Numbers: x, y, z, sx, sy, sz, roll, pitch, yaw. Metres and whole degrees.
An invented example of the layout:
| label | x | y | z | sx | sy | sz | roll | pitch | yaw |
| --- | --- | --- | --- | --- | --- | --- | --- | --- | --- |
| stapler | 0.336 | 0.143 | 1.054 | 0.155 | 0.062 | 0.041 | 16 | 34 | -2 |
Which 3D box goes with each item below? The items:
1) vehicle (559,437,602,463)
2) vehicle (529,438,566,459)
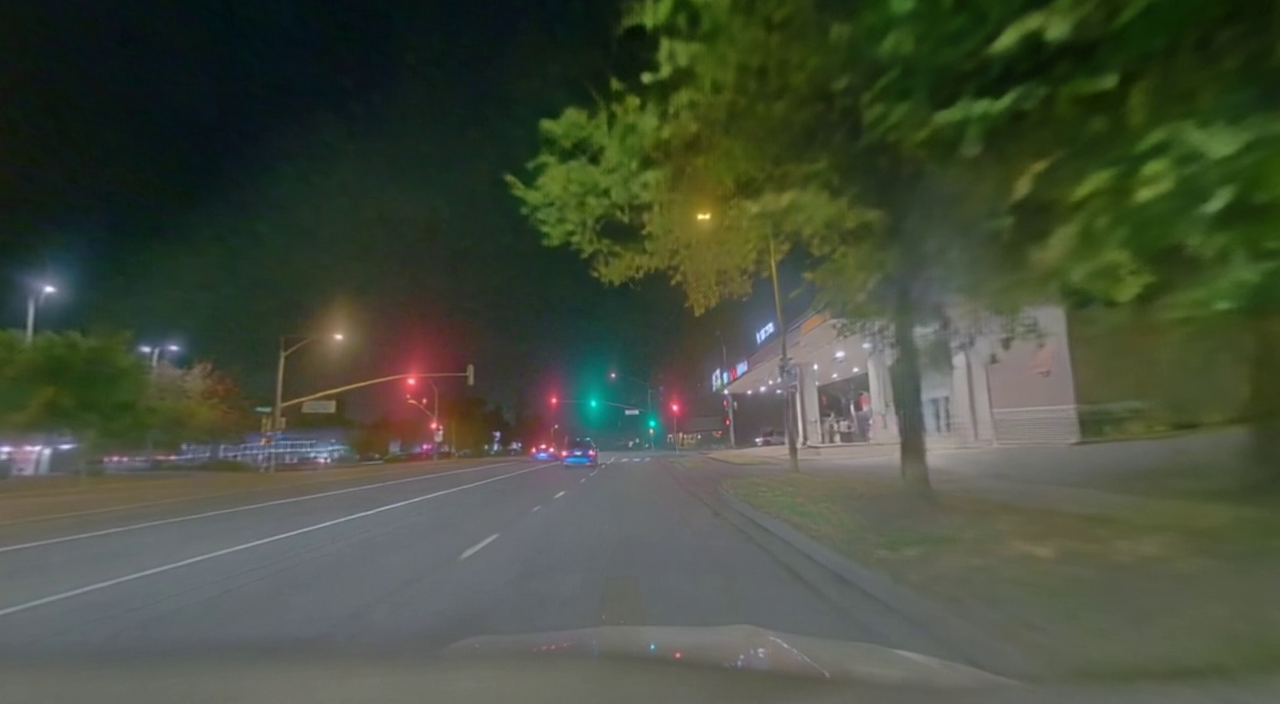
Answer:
| label | x | y | z | sx | sy | sz | roll | pitch | yaw |
| --- | --- | --- | --- | --- | --- | --- | --- | --- | --- |
| vehicle | -3.501 | 5.877 | 38.100 | 2.054 | 1.449 | 4.772 | 0 | -8 | 0 |
| vehicle | -6.737 | 7.074 | 46.429 | 1.966 | 1.439 | 4.161 | 0 | -8 | 2 |
